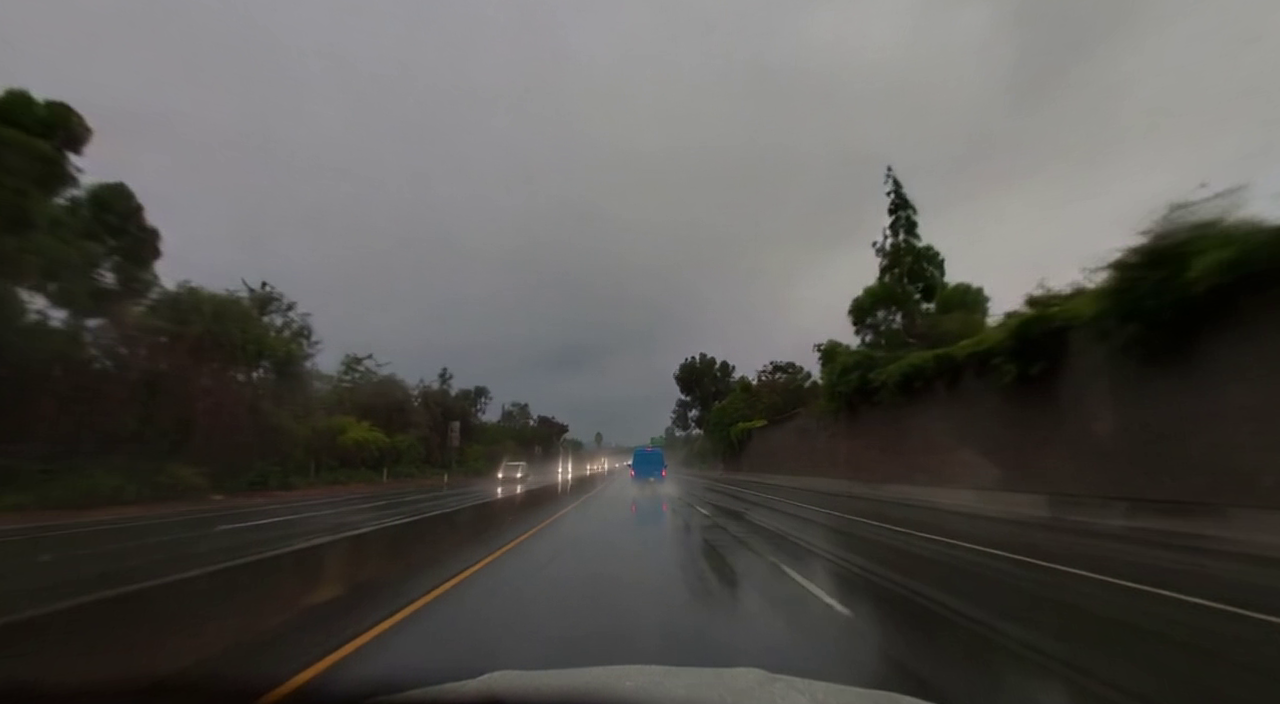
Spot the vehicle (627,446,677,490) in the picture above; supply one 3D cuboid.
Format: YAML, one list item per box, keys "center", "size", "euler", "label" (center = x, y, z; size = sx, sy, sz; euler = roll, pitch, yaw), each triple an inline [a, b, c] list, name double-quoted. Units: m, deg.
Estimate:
- center: [0.573, 6.288, 34.238]
  size: [2.429, 2.167, 4.558]
  euler: [1, -11, -2]
  label: "vehicle"
